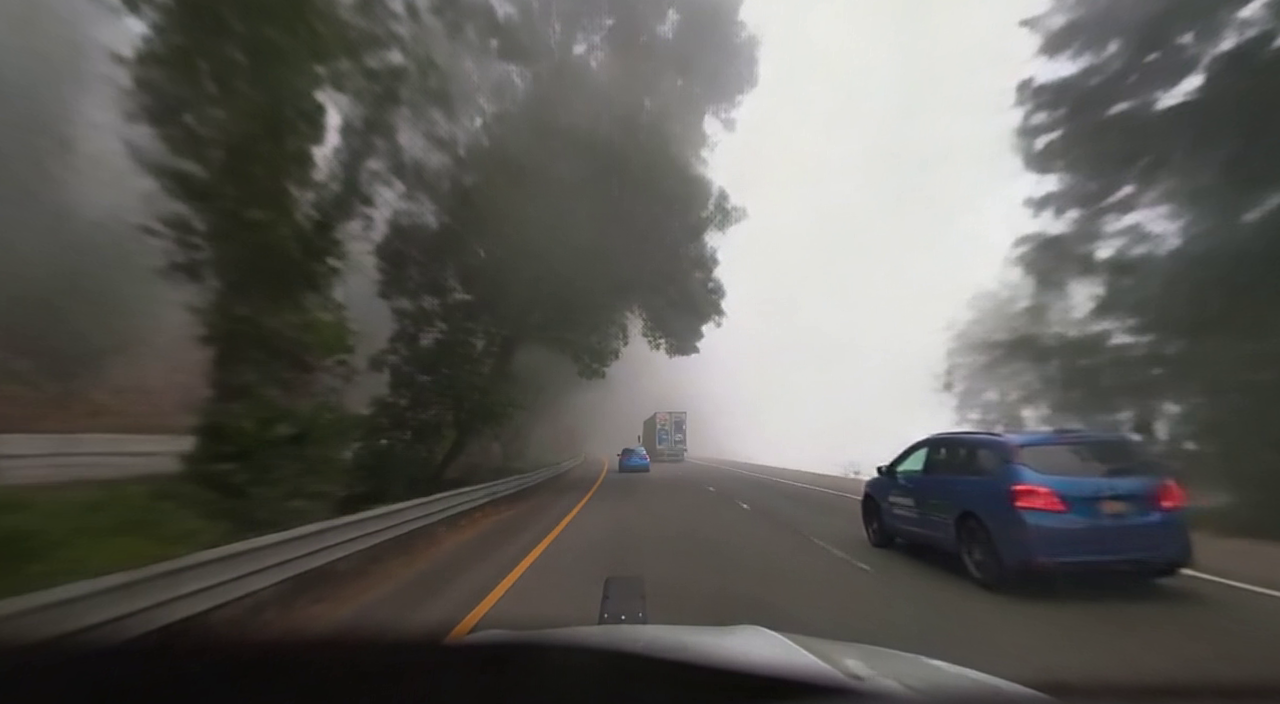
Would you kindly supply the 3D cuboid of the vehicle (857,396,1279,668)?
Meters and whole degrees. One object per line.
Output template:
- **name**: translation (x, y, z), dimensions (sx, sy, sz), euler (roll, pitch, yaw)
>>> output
- **vehicle**: translation (3.947, 1.417, 6.107), dimensions (1.977, 1.599, 4.605), euler (0, -9, -1)

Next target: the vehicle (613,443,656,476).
- **vehicle**: translation (-0.323, 5.114, 30.074), dimensions (1.913, 1.460, 3.610), euler (0, -9, -2)
